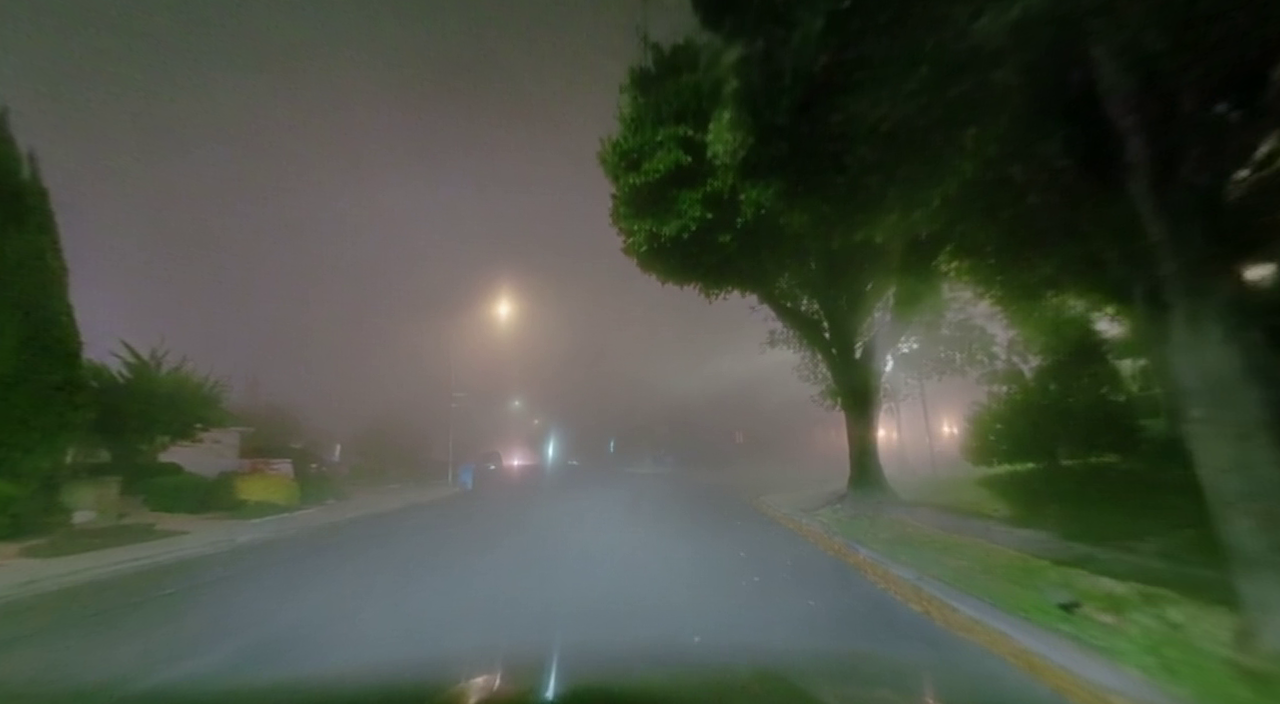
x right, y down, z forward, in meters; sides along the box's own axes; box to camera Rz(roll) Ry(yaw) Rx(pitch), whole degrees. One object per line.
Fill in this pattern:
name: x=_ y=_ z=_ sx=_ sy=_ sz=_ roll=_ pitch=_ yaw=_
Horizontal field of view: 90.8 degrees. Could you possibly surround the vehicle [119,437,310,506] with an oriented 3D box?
vehicle: x=-14.756 y=4.186 z=22.302 sx=5.045 sy=1.835 sz=2.315 roll=-3 pitch=-10 yaw=-12
